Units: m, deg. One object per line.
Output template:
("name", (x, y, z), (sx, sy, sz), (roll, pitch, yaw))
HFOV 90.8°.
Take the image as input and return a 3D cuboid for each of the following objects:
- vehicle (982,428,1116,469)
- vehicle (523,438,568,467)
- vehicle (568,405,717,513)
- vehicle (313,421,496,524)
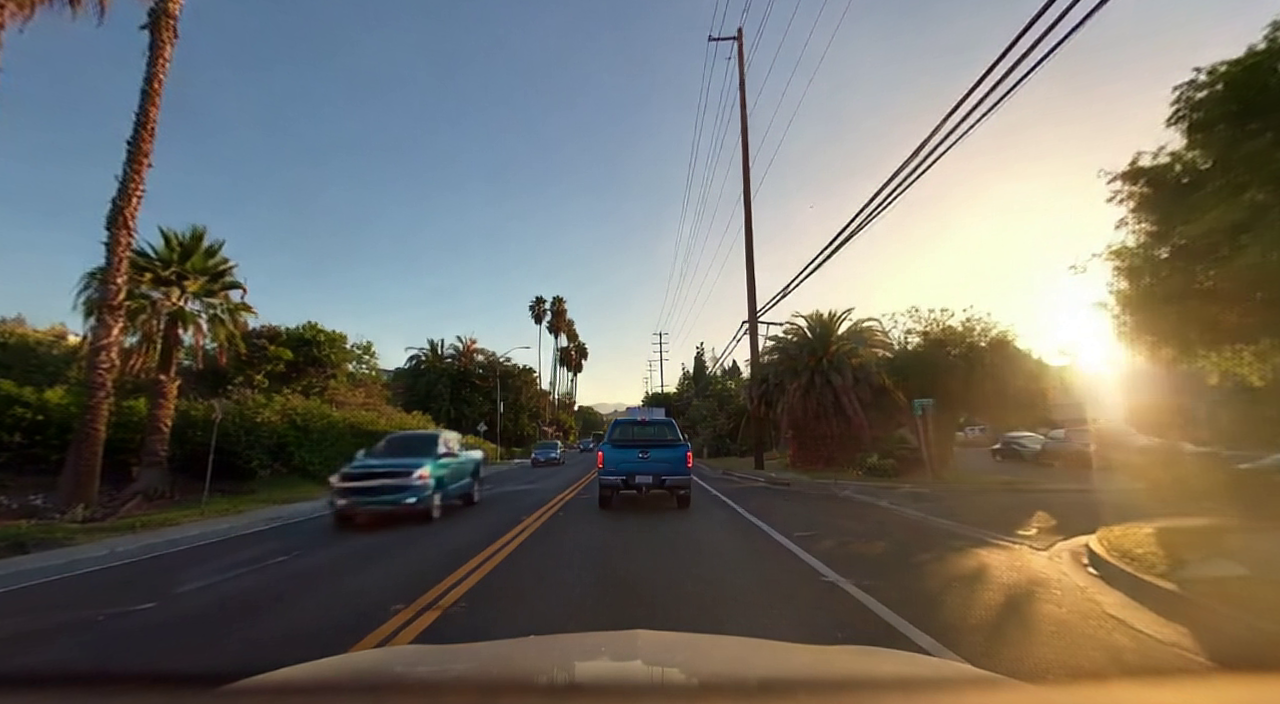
("vehicle", (20.335, 4.857, 31.914), (2.277, 1.836, 6.267), (0, -9, -4))
("vehicle", (-5.714, 6.161, 38.854), (2.159, 1.627, 4.505), (0, -8, -1))
("vehicle", (0.022, 2.496, 15.137), (2.848, 2.047, 5.885), (0, -8, 0))
("vehicle", (-4.658, 2.455, 13.462), (2.223, 1.776, 4.614), (0, -8, -2))
